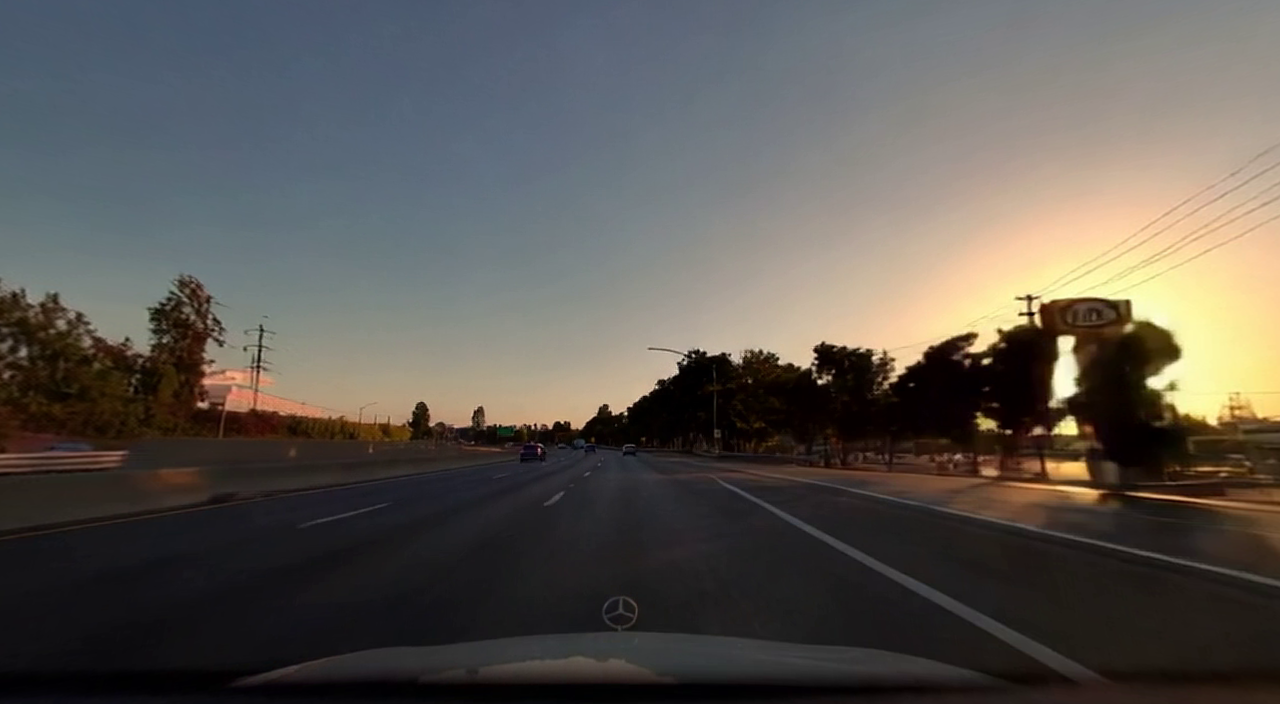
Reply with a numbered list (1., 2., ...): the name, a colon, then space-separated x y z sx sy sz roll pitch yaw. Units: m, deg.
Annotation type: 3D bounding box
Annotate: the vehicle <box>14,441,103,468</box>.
1. vehicle: -41.537 7.313 45.304 2.052 1.863 4.692 0 -8 -3
